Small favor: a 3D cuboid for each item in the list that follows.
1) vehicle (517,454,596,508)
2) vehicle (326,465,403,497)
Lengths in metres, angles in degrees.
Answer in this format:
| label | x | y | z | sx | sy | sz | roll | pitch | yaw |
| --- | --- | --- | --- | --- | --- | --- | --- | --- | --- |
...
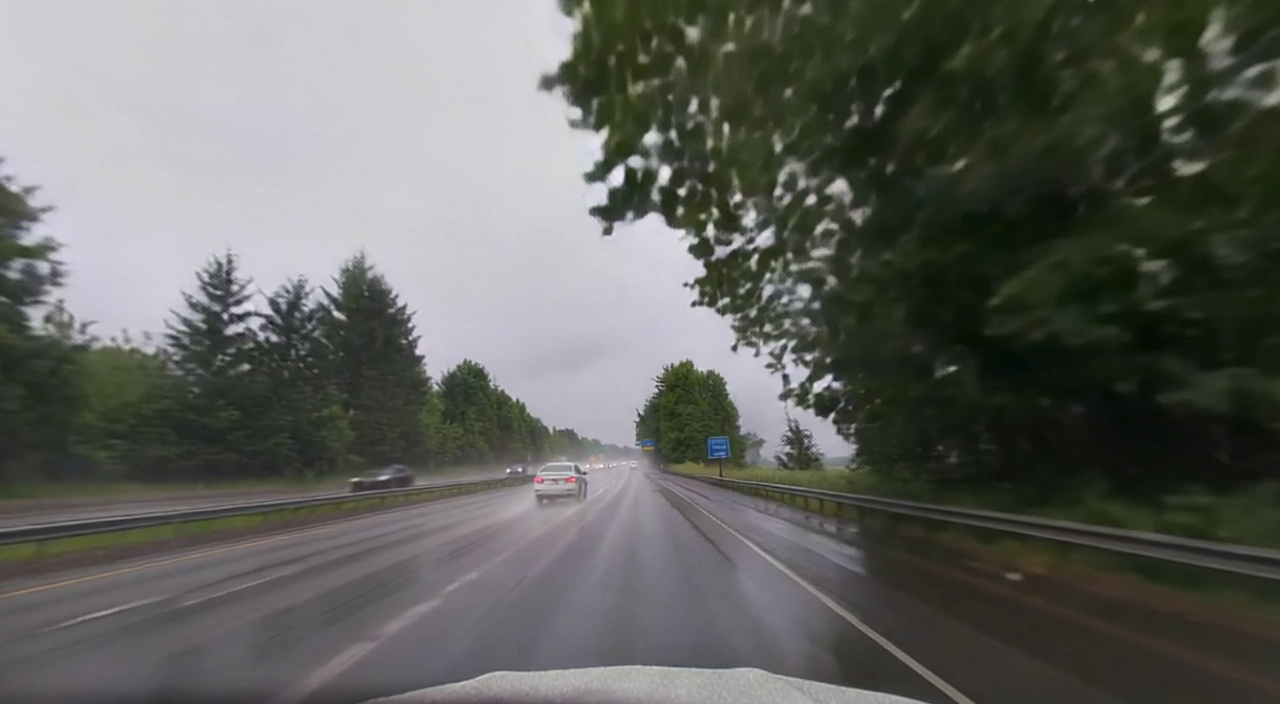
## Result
| label | x | y | z | sx | sy | sz | roll | pitch | yaw |
| --- | --- | --- | --- | --- | --- | --- | --- | --- | --- |
| vehicle | -2.800 | 4.459 | 22.053 | 2.104 | 1.655 | 4.039 | 0 | -10 | 1 |
| vehicle | -13.431 | 6.323 | 31.039 | 1.855 | 1.422 | 4.377 | 1 | -10 | -1 |
